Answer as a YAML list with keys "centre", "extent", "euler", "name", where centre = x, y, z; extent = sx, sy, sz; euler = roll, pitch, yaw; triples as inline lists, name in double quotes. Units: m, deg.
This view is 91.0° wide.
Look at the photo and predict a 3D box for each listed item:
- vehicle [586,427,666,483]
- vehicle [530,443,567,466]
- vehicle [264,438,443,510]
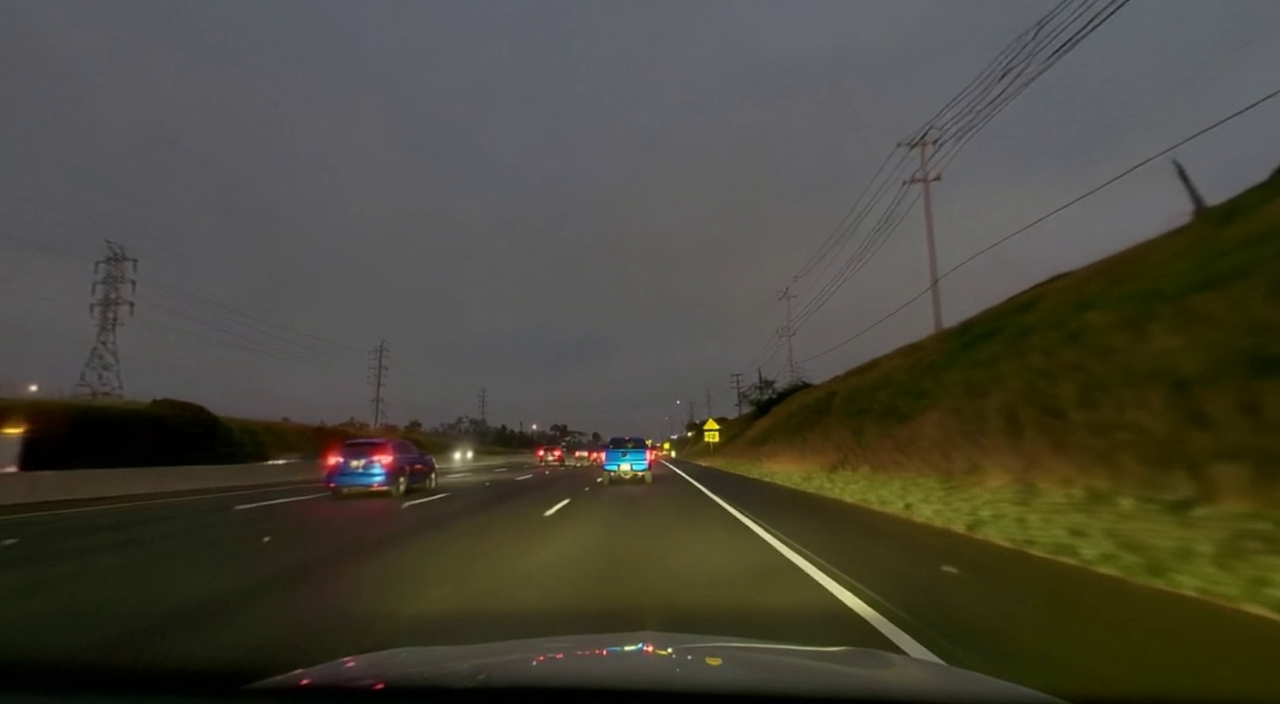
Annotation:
- centre: [-0.532, 4.315, 26.651]
  extent: [2.972, 2.087, 6.126]
  euler: [0, -8, 0]
  name: "vehicle"
- centre: [-6.996, 7.860, 48.478]
  extent: [2.055, 1.618, 4.457]
  euler: [0, -8, 1]
  name: "vehicle"
- centre: [-7.143, 3.085, 16.520]
  extent: [2.189, 1.553, 5.202]
  euler: [0, -8, 1]
  name: "vehicle"
